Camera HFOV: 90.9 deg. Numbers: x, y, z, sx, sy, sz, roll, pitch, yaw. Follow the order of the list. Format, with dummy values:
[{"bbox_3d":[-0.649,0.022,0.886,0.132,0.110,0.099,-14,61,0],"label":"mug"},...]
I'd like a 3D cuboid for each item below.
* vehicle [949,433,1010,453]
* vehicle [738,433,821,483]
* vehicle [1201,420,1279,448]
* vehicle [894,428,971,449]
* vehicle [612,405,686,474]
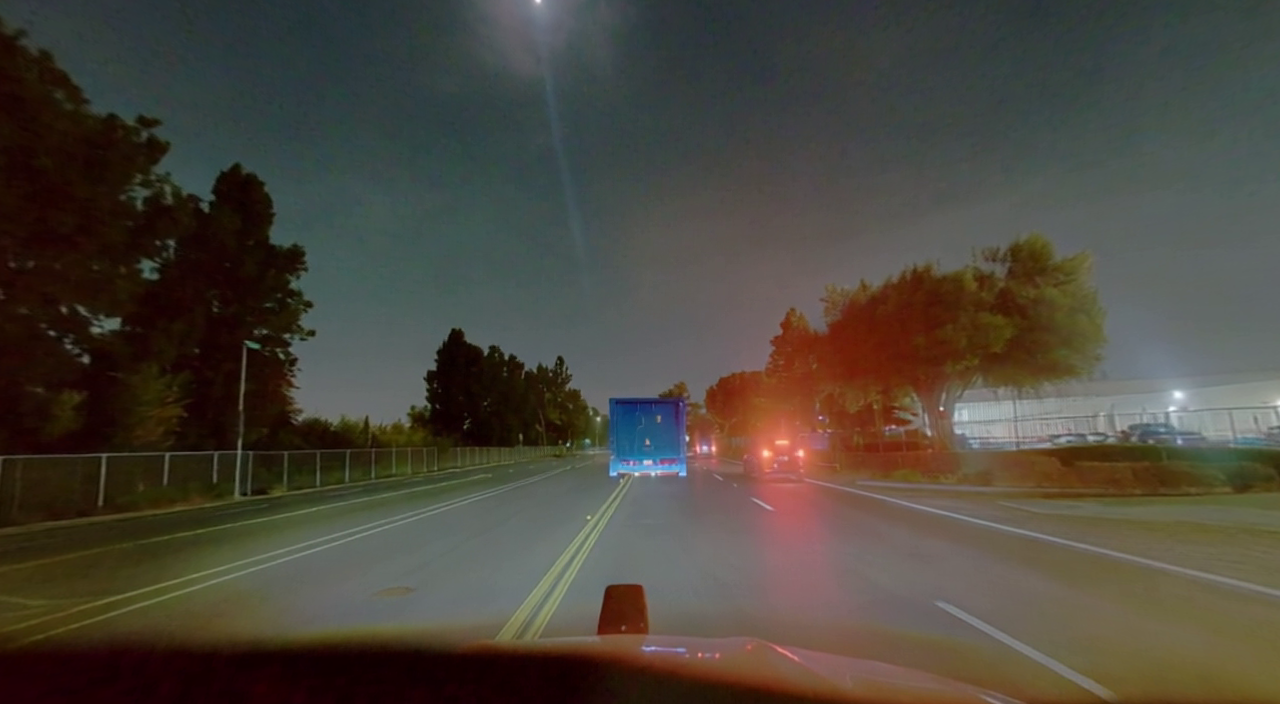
[{"bbox_3d":[23.343,6.270,43.370,3.251,1.321,1.555,-1,-9,0],"label":"vehicle"},{"bbox_3d":[5.002,3.864,23.316,2.076,1.661,4.524,0,-8,0],"label":"vehicle"},{"bbox_3d":[43.517,5.960,45.676,2.050,1.801,5.143,-5,-8,15],"label":"vehicle"},{"bbox_3d":[22.771,6.761,49.174,4.995,1.543,1.899,0,-9,1],"label":"vehicle"},{"bbox_3d":[0.506,4.308,30.973,3.197,2.963,7.055,0,-8,2],"label":"vehicle"}]
